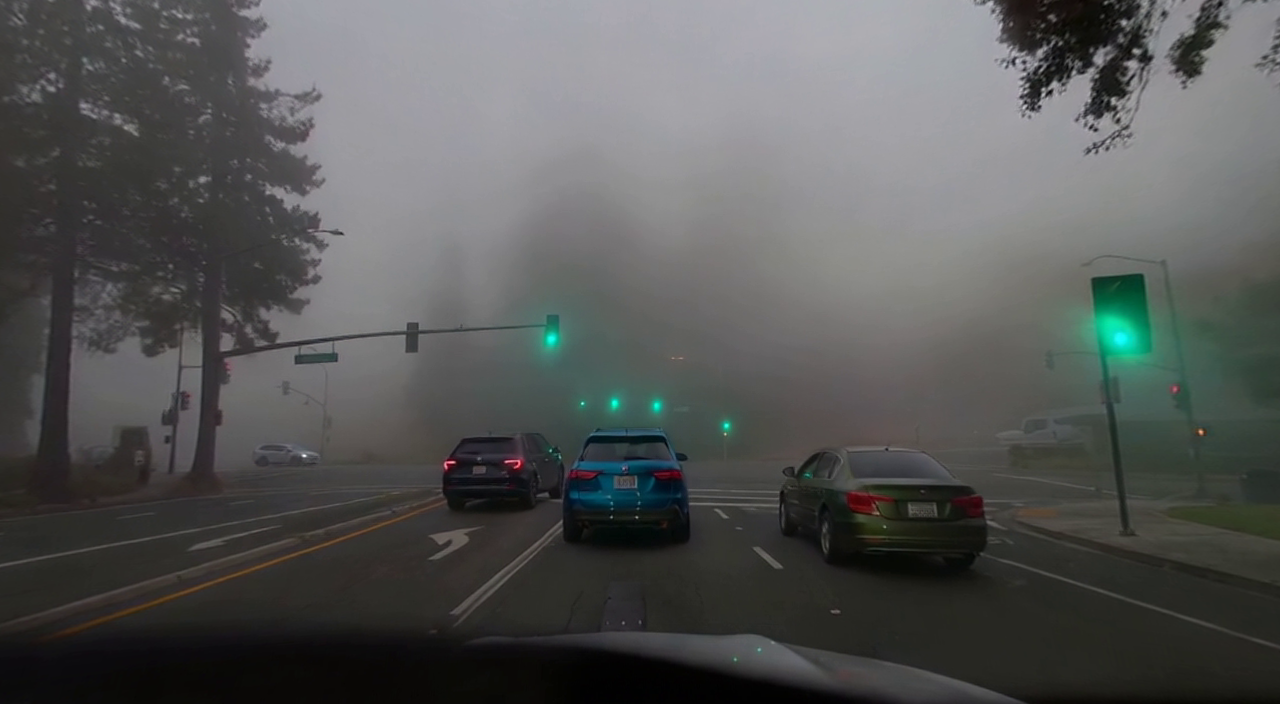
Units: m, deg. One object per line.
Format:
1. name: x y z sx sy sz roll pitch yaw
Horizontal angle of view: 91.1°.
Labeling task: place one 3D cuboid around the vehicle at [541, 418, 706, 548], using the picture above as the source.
1. vehicle: -0.202 2.006 10.250 2.108 1.654 4.235 0 -8 0

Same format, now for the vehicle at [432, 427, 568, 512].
1. vehicle: -2.975 2.593 14.301 1.987 1.633 4.005 0 -8 3

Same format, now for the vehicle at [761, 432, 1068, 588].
1. vehicle: 3.054 1.847 8.300 2.056 1.468 4.520 0 -8 1
